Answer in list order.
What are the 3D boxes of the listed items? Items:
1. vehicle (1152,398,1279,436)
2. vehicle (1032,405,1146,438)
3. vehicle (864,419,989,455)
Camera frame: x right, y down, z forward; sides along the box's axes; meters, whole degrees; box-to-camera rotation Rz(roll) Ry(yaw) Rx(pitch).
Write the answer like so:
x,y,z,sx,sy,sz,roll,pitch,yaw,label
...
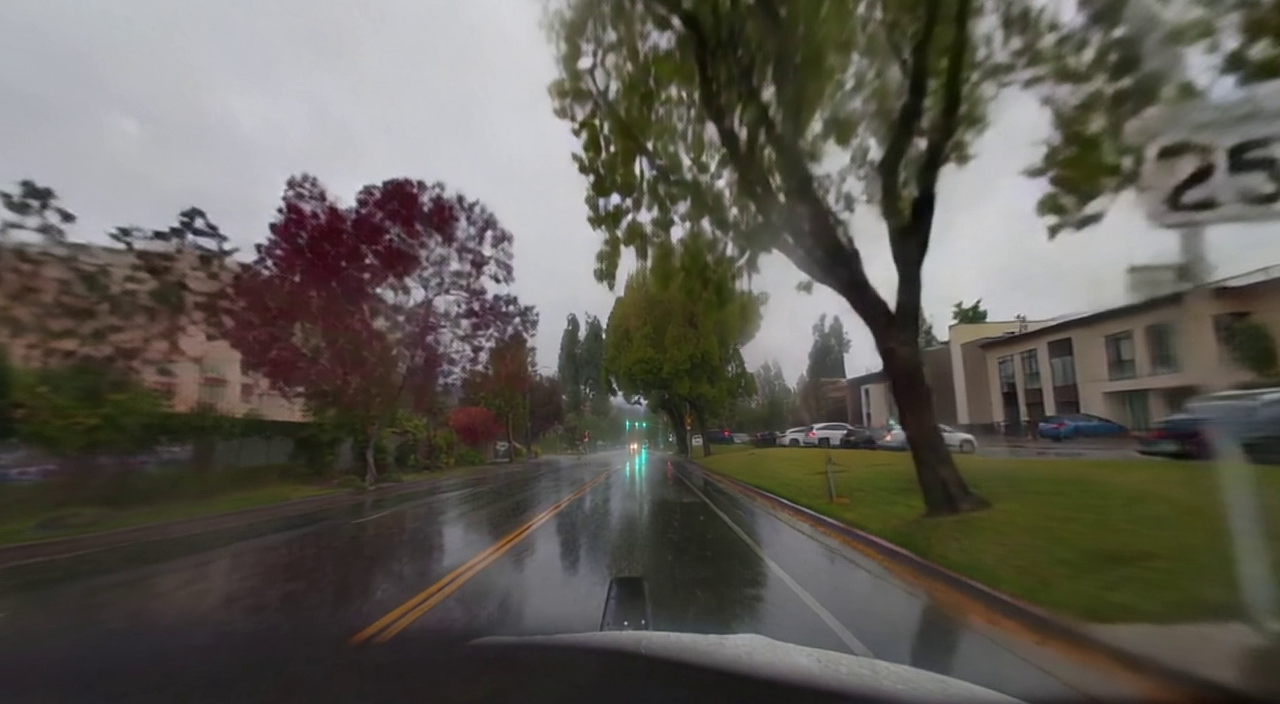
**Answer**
x,y,z,sx,sy,sz,roll,pitch,yaw,label
25.764,2.888,27.732,4.519,1.584,2.108,0,-9,0,vehicle
25.773,4.033,36.284,4.864,1.797,2.150,0,-8,1,vehicle
12.688,3.810,28.126,4.529,1.490,2.168,1,-9,-6,vehicle
